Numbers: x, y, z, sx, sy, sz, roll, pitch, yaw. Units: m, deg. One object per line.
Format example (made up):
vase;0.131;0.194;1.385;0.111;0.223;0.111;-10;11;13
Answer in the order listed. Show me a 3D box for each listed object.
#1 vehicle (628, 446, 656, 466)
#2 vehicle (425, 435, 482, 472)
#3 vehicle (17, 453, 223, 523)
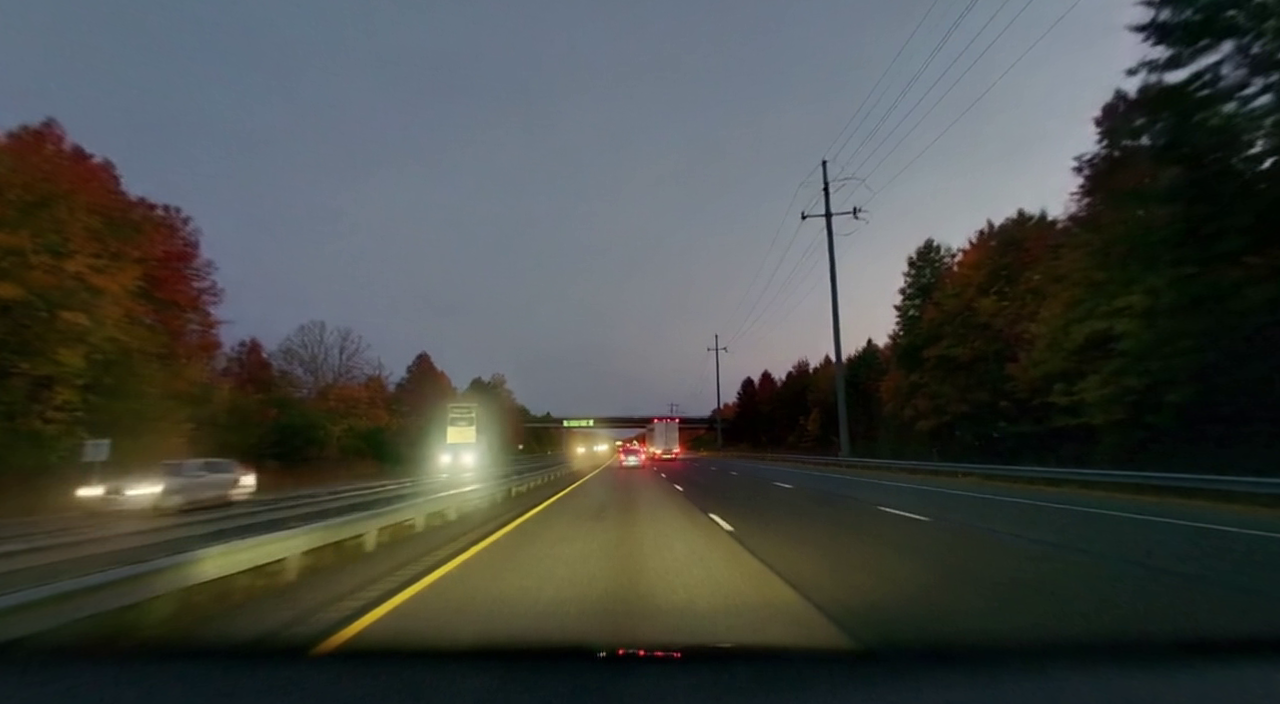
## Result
vehicle;0.098;7.916;47.733;1.961;1.454;3.755;0;-9;-3
vehicle;-14.169;7.785;48.121;2.377;2.618;6.692;0;-9;-1
vehicle;-13.567;3.529;16.778;1.930;1.569;4.186;0;-9;0
